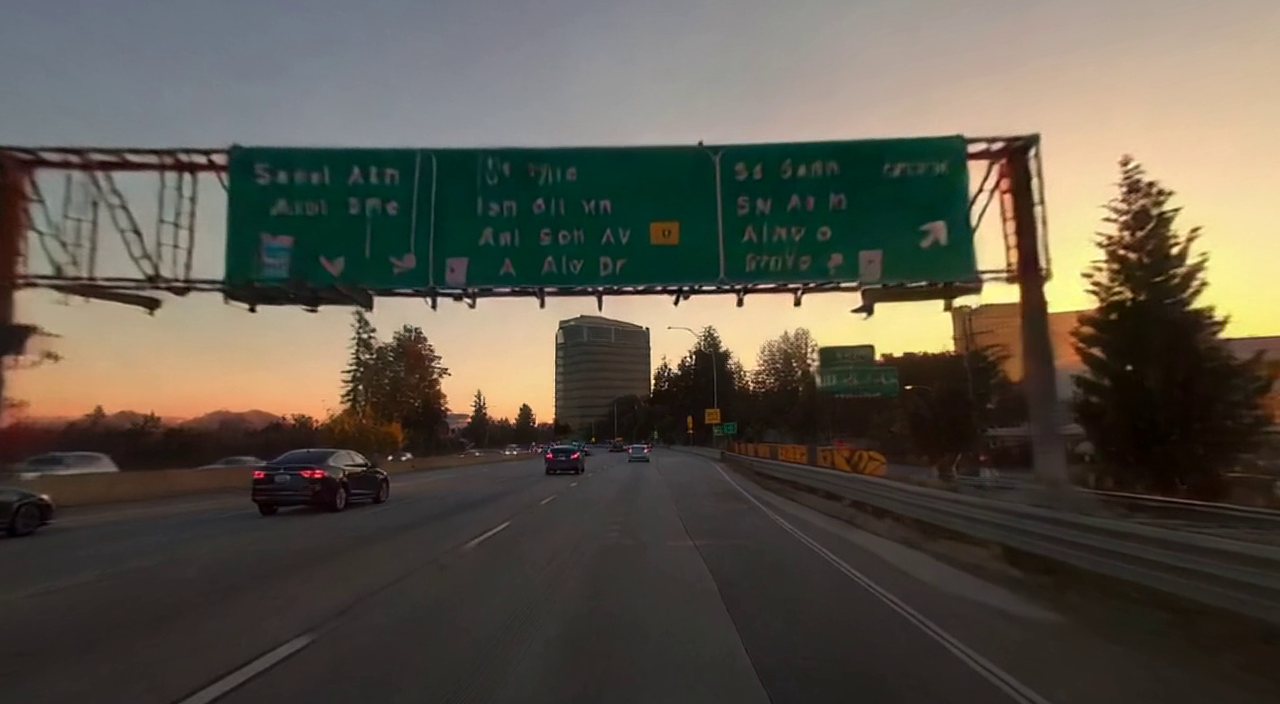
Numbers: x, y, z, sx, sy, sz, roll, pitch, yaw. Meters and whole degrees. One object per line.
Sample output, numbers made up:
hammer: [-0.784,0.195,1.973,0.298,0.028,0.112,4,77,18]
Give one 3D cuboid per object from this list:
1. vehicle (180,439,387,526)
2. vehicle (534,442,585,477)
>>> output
vehicle: [-7.904,2.908,14.629,2.071,1.661,4.540,0,-9,1]
vehicle: [-4.228,5.740,33.784,2.158,1.717,4.375,0,-9,1]
